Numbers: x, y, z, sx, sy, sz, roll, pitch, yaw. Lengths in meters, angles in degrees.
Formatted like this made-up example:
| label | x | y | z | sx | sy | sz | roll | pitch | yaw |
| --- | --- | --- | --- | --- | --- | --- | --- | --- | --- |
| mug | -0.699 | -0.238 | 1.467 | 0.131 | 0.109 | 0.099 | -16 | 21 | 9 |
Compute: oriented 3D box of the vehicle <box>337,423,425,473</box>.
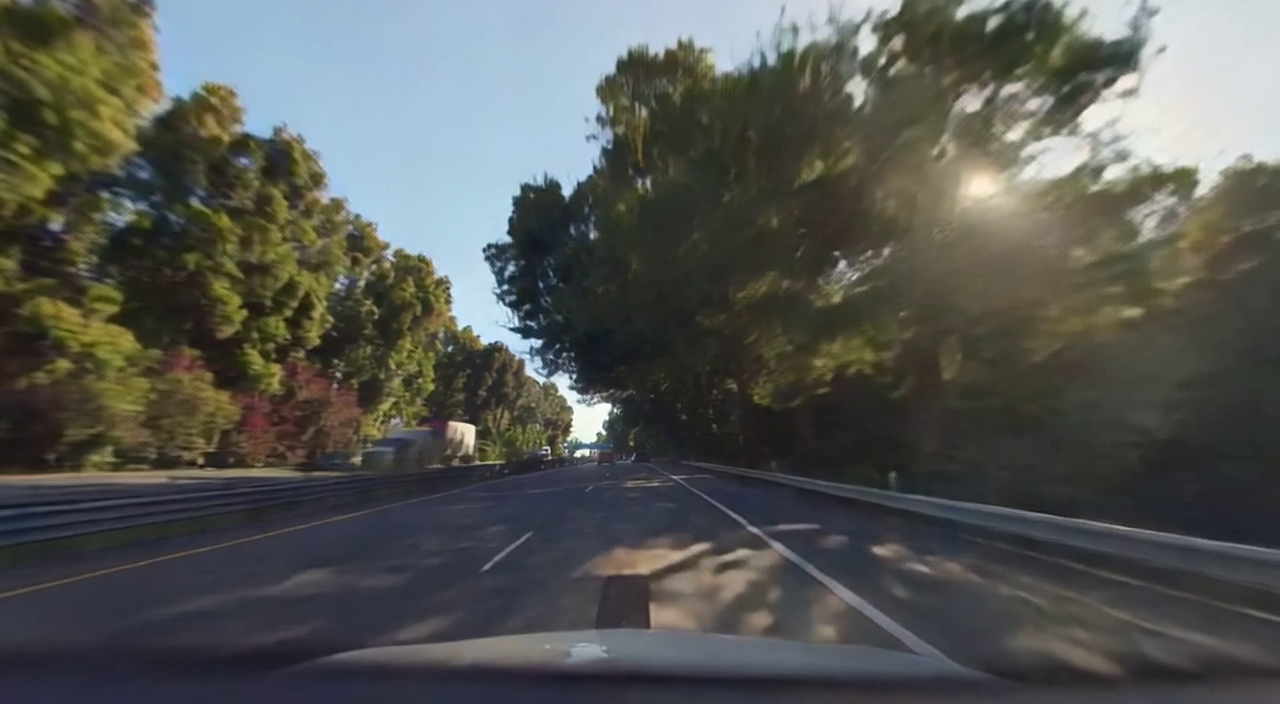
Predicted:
| label | x | y | z | sx | sy | sz | roll | pitch | yaw |
| --- | --- | --- | --- | --- | --- | --- | --- | --- | --- |
| vehicle | -12.313 | 4.656 | 30.440 | 2.060 | 2.195 | 5.129 | 0 | -9 | 0 |
